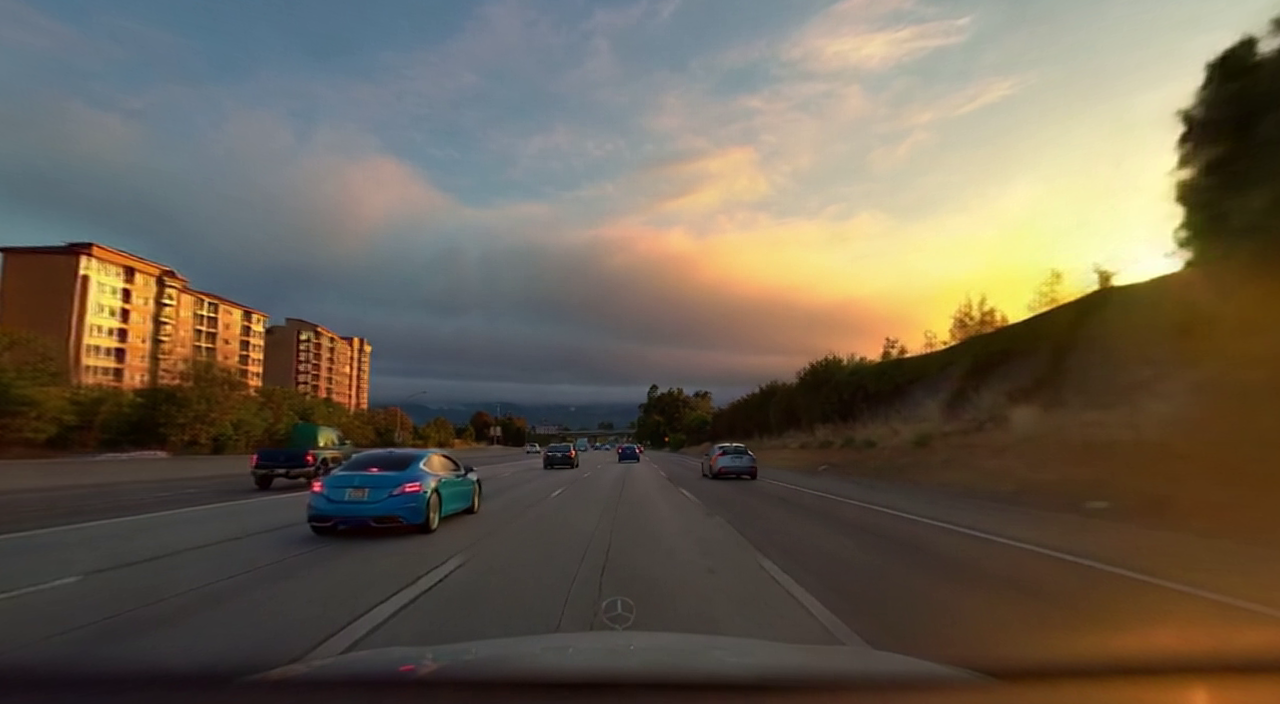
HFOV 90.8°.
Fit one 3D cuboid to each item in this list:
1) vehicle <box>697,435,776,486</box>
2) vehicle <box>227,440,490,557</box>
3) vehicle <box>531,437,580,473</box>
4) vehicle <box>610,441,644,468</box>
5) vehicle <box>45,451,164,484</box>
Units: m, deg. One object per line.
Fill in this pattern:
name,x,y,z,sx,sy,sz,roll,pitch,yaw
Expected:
vehicle,3.338,3.857,22.798,2.061,1.658,4.417,0,-8,-2
vehicle,-4.002,2.138,10.059,2.124,1.426,4.444,0,-8,0
vehicle,-4.390,5.425,33.437,2.044,1.774,4.329,0,-8,0
vehicle,-0.830,6.586,40.878,2.053,1.650,3.945,0,-8,-1
vehicle,-25.996,5.587,30.916,1.816,1.457,4.598,0,-8,0
